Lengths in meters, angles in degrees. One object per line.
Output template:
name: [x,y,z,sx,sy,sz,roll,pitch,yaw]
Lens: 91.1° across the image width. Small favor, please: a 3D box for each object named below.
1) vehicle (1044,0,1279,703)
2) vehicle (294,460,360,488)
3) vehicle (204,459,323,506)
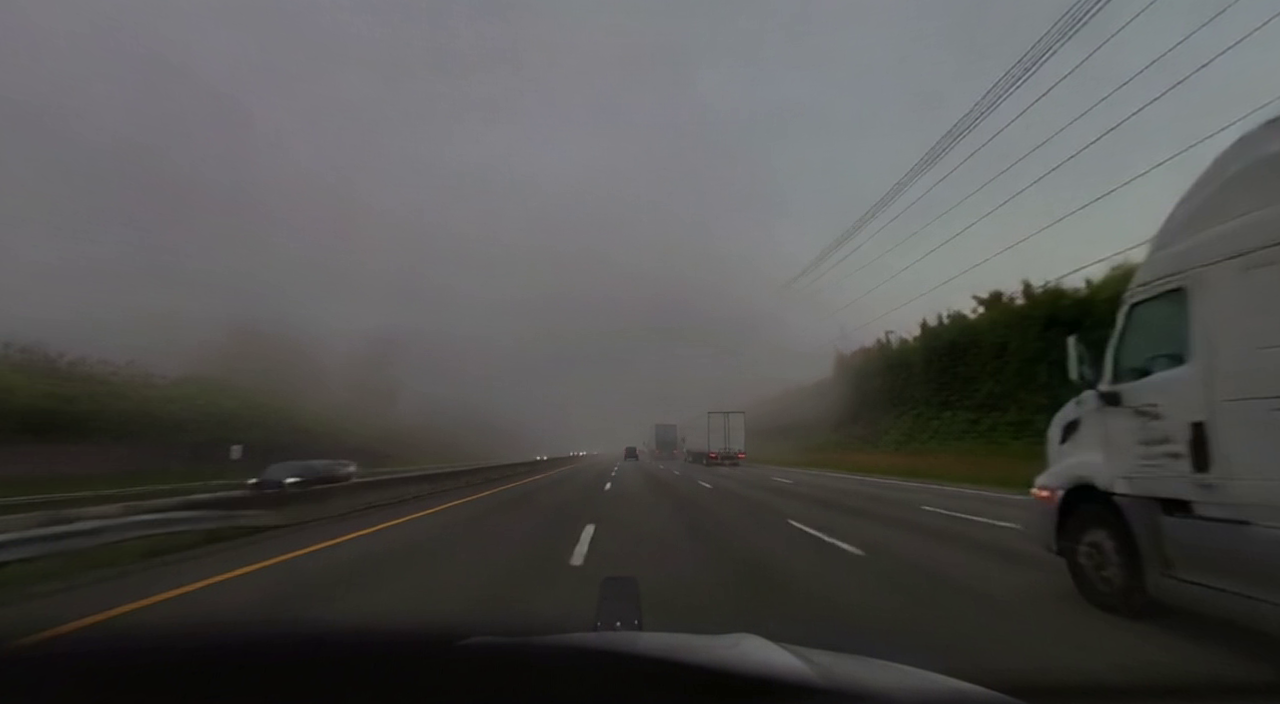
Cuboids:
vehicle: [4.780,-0.360,1.784,3.000,3.855,5.964,0,-9,-1]
vehicle: [-19.117,7.455,38.602,1.834,1.472,4.486,0,-9,-2]
vehicle: [-14.409,4.983,24.408,1.957,1.533,4.483,0,-9,-2]
